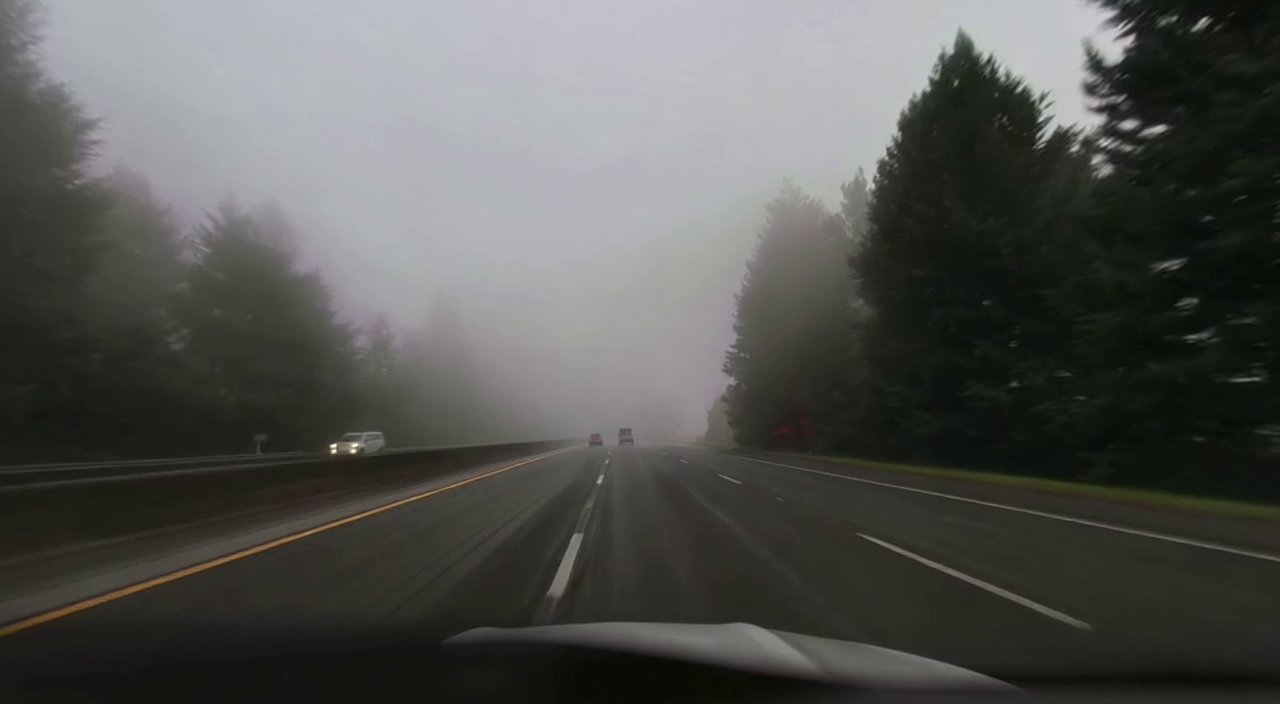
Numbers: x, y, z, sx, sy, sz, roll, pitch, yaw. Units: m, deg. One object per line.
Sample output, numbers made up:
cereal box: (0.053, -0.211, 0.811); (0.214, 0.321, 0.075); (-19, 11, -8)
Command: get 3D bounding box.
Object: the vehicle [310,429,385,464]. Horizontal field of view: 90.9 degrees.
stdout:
vehicle: (-20.730, 6.682, 45.055); (2.424, 2.291, 6.442); (0, -8, -1)
